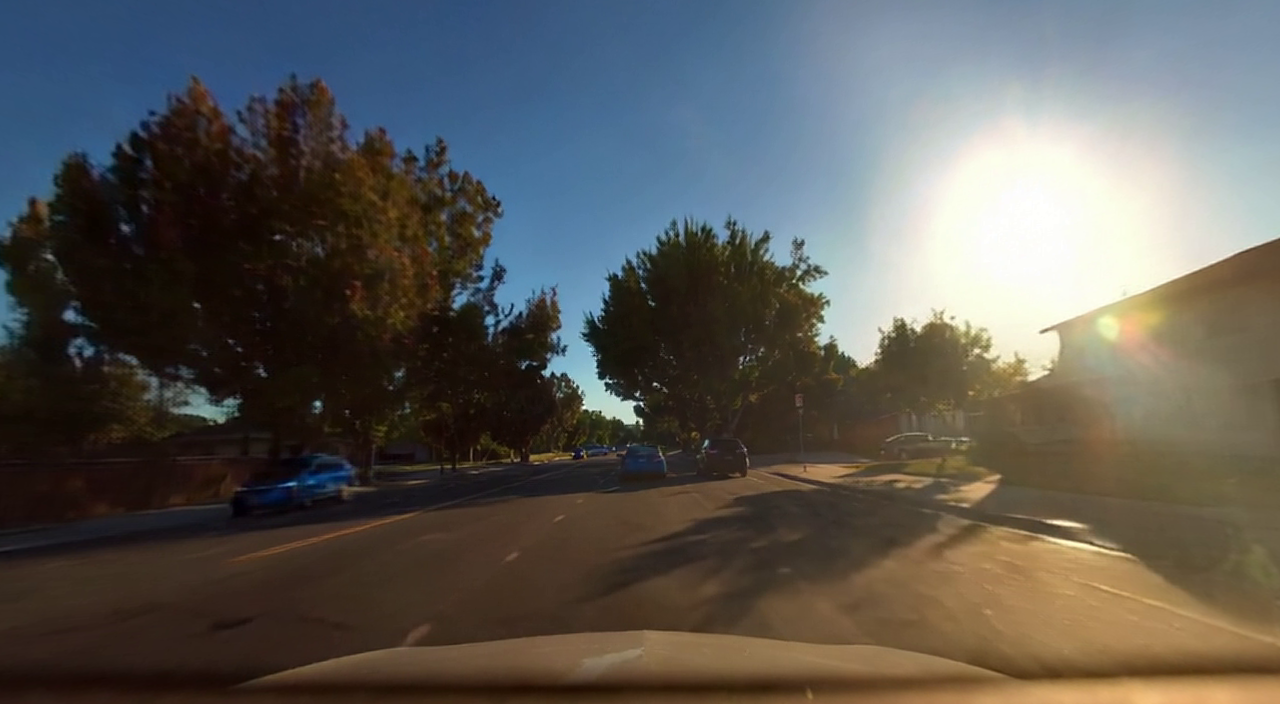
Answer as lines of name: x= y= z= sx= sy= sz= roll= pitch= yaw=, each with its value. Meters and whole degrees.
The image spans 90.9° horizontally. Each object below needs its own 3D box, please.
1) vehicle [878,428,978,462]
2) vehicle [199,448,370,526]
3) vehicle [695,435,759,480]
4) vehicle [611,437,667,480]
vehicle: x=15.412 y=5.019 z=33.915 sx=4.378 sy=1.754 sz=2.007 roll=1 pitch=-9 yaw=0
vehicle: x=-9.595 y=3.628 z=17.558 sx=2.101 sy=1.703 sz=4.481 roll=-4 pitch=-9 yaw=1
vehicle: x=3.594 y=4.427 z=26.769 sx=2.024 sy=1.711 sz=4.512 roll=0 pitch=-8 yaw=0
vehicle: x=-0.044 y=4.531 z=27.032 sx=2.200 sy=1.653 sz=4.127 roll=0 pitch=-8 yaw=0
